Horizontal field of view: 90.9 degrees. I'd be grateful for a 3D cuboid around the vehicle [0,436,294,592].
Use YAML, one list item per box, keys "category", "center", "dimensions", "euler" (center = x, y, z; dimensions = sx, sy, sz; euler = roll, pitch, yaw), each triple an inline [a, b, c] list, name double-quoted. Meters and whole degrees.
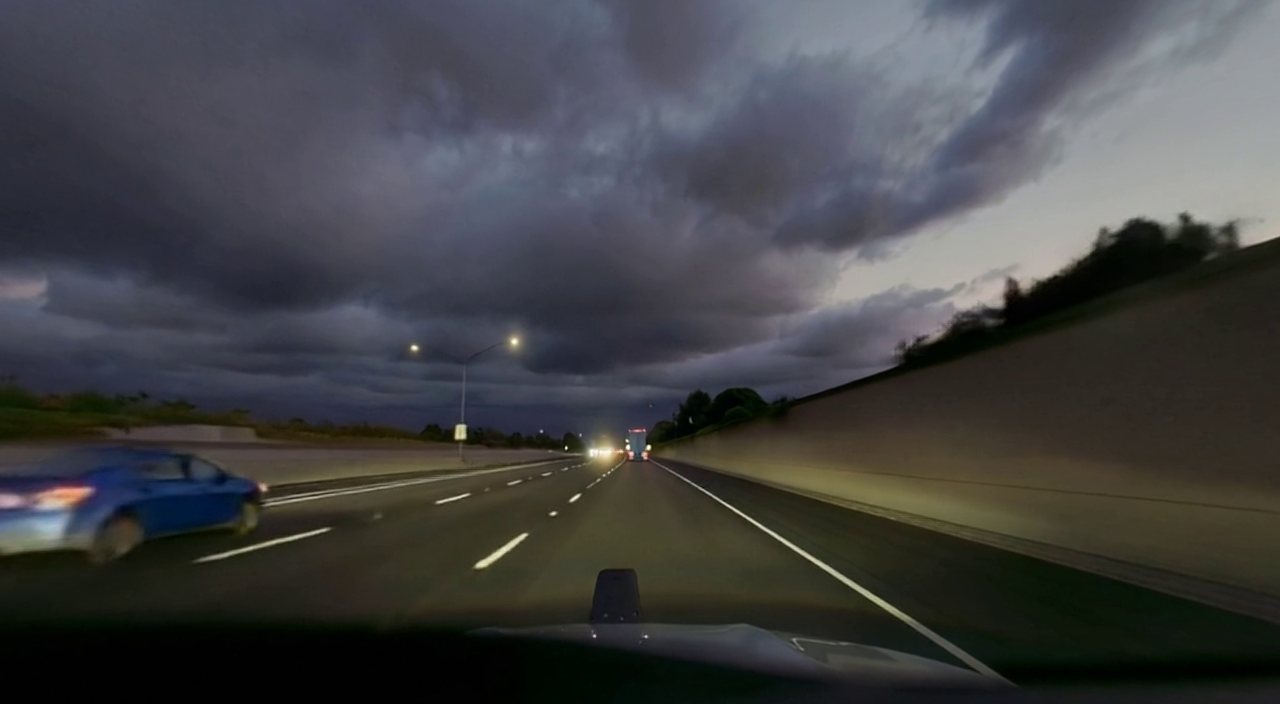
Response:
- category: "vehicle"
  center: [-7.088, 1.927, 8.434]
  dimensions: [2.017, 1.468, 5.031]
  euler: [0, -9, 0]
